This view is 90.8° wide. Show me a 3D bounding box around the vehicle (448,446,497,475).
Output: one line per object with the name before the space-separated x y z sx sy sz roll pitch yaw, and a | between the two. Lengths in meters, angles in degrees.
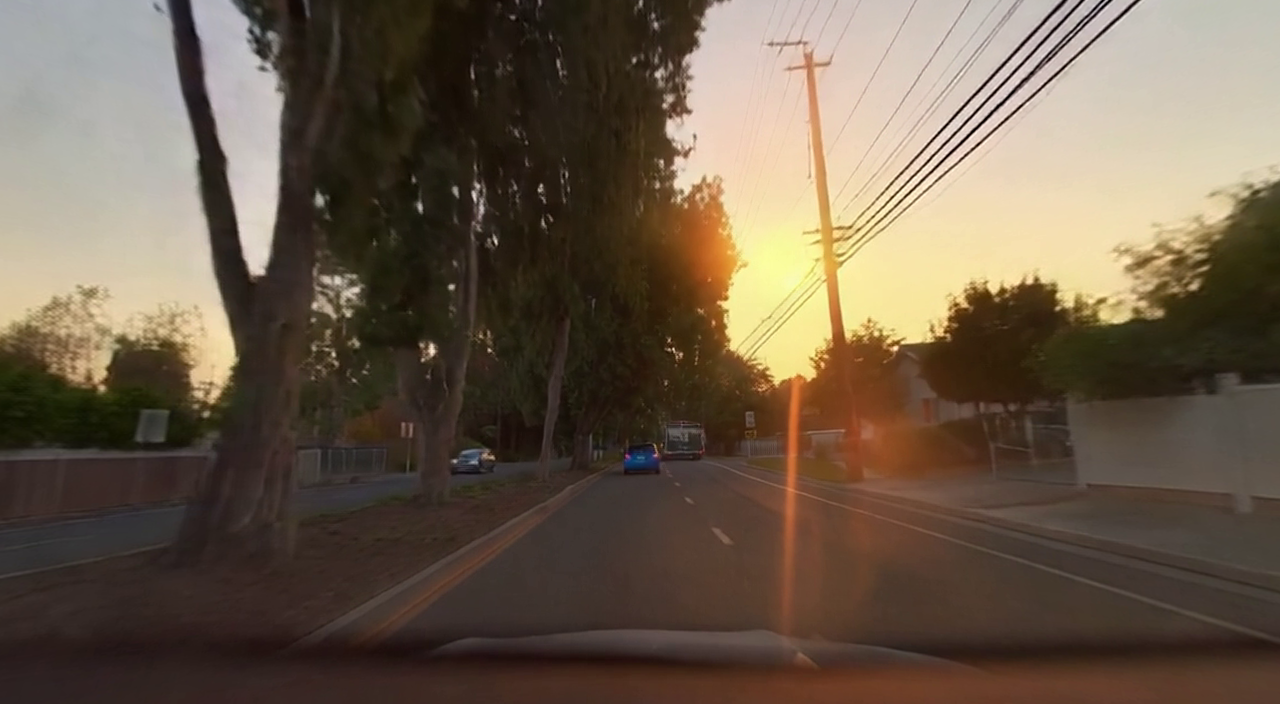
vehicle | -11.148 7.225 42.407 1.951 1.795 4.579 0 -9 1

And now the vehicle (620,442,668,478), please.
vehicle | 0.187 4.812 28.389 2.018 1.511 3.993 0 -8 1
